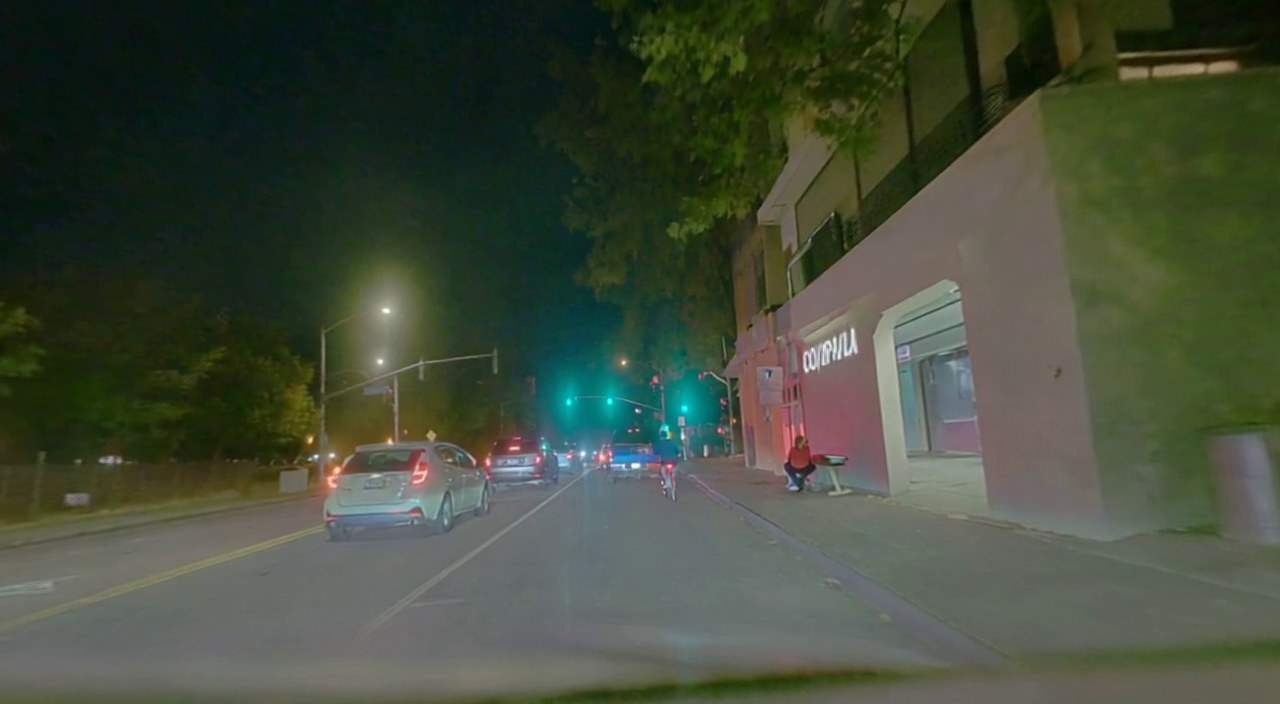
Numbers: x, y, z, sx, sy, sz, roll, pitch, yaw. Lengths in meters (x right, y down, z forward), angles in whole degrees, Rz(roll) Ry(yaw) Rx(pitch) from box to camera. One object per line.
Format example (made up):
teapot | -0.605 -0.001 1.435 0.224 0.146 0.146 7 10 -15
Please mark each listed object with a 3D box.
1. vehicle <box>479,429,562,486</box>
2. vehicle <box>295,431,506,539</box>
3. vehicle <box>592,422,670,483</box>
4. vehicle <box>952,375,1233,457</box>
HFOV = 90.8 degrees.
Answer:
vehicle | -3.972 3.603 21.867 2.046 1.750 4.452 0 -9 -1
vehicle | -3.770 2.164 10.897 2.064 1.486 4.140 0 -9 -1
vehicle | -0.349 3.507 22.185 2.426 1.882 5.027 0 -9 -2
vehicle | 8.692 1.302 12.341 4.159 1.416 2.049 1 -9 -11
